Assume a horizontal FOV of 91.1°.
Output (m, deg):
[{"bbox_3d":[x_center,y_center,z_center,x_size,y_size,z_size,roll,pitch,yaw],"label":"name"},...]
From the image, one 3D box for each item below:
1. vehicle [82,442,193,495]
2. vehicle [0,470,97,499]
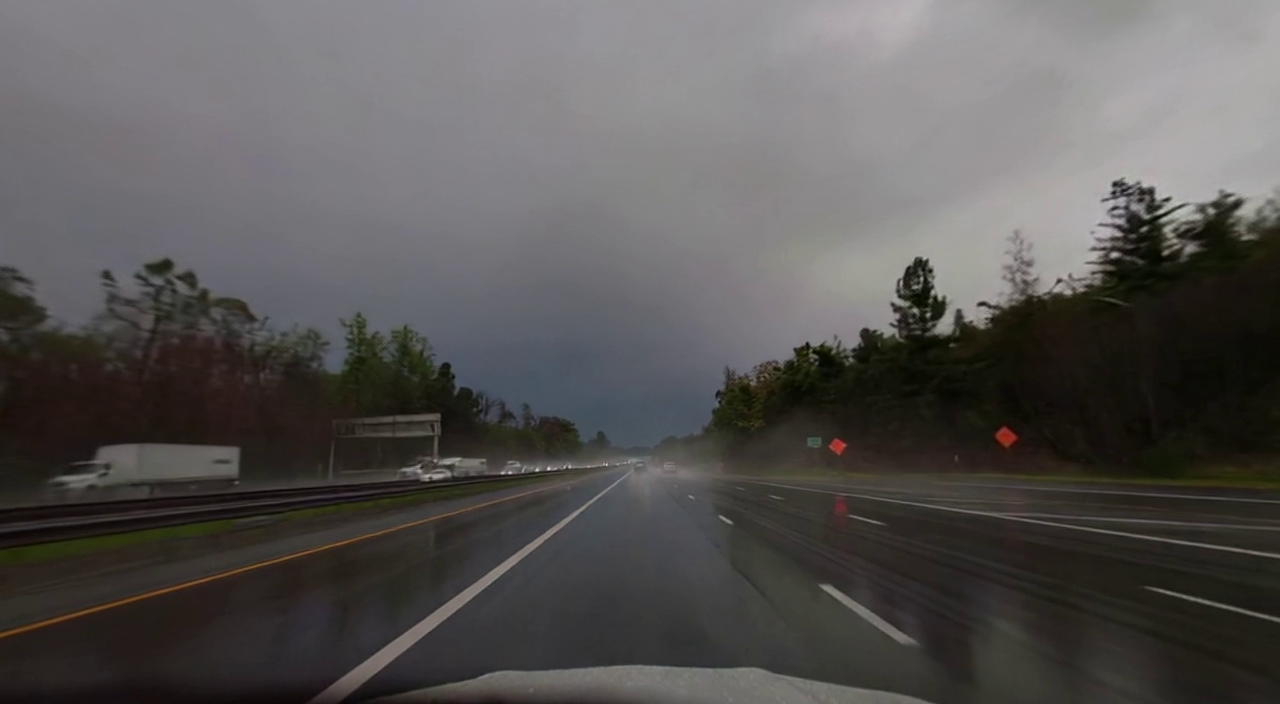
[{"bbox_3d":[-37.221,8.700,46.857,2.934,3.595,6.031,1,-10,0],"label":"vehicle"},{"bbox_3d":[-41.053,9.143,43.598,2.129,1.831,5.042,1,-10,0],"label":"vehicle"}]
